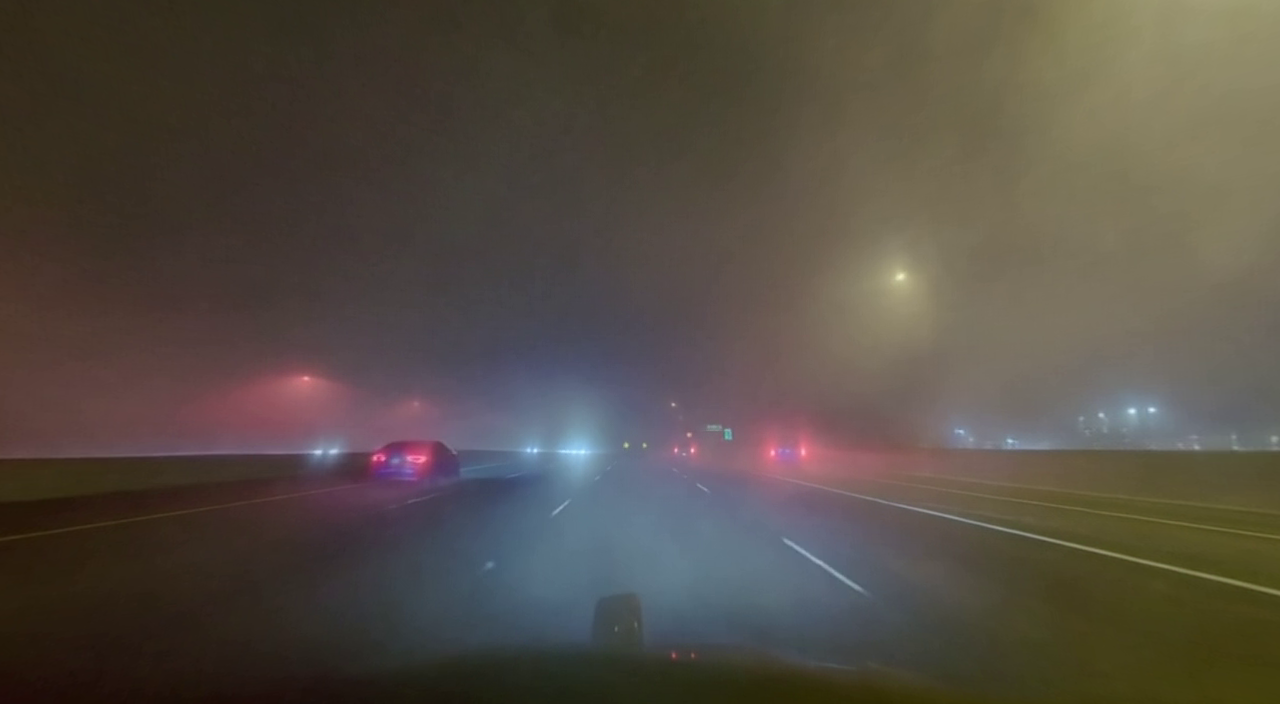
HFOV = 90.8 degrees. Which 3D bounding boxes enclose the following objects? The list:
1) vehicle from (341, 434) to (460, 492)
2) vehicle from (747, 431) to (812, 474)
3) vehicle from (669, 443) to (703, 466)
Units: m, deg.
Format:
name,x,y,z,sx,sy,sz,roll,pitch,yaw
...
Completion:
name,x,y,z,sx,sy,sz,roll,pitch,yaw
vehicle,-7.893,3.688,21.534,2.083,1.696,5.464,1,-8,-2
vehicle,6.833,4.985,31.452,2.065,1.953,4.605,0,-8,-1
vehicle,3.183,7.165,44.499,2.000,1.533,3.770,0,-8,-1
